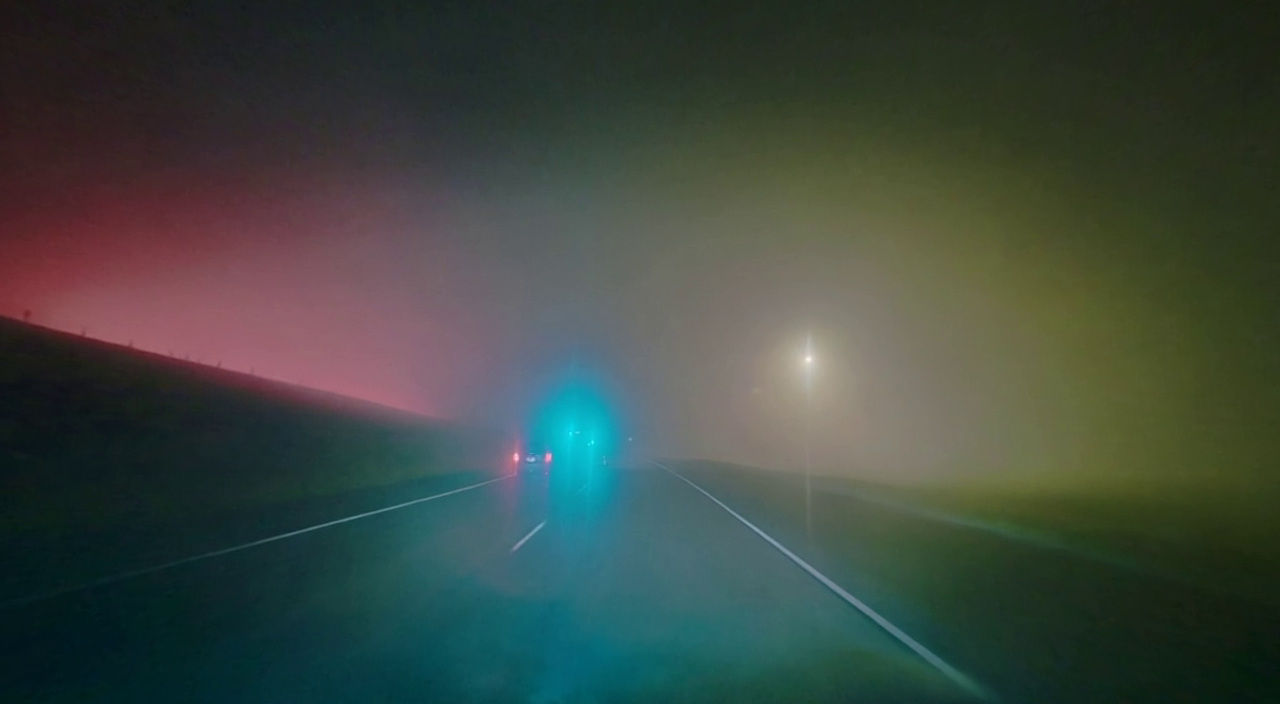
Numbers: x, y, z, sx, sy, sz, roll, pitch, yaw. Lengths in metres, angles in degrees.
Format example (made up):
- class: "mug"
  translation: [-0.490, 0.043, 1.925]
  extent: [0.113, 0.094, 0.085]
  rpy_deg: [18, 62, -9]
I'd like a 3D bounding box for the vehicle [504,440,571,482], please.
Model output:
- class: "vehicle"
  translation: [-3.937, 4.279, 25.015]
  extent: [1.968, 1.503, 4.443]
  rpy_deg: [0, -8, -1]
